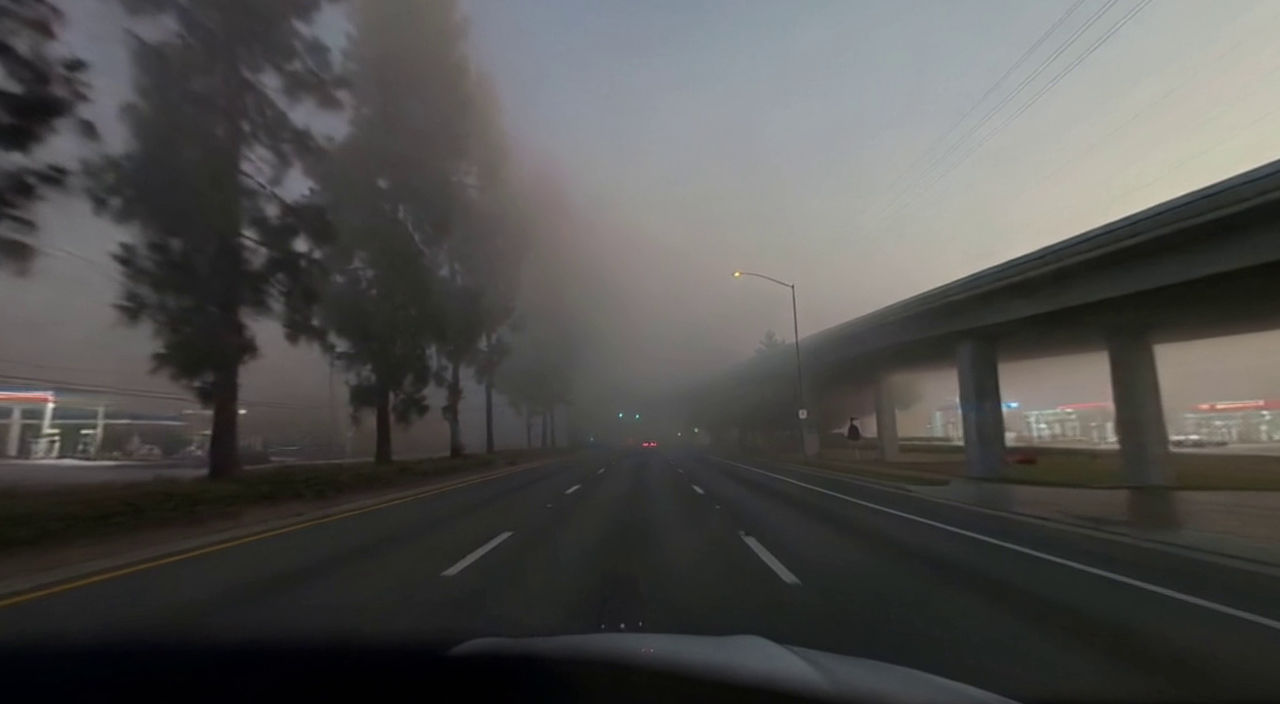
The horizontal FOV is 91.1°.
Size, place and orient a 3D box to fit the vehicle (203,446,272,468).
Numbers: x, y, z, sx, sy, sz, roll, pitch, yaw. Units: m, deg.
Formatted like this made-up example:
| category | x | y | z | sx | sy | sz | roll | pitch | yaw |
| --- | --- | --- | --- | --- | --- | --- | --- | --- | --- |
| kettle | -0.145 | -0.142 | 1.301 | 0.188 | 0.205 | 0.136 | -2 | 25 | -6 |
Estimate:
| category | x | y | z | sx | sy | sz | roll | pitch | yaw |
| --- | --- | --- | --- | --- | --- | --- | --- | --- | --- |
| vehicle | -28.397 | 7.385 | 44.291 | 4.488 | 1.486 | 1.991 | -4 | -9 | 27 |
